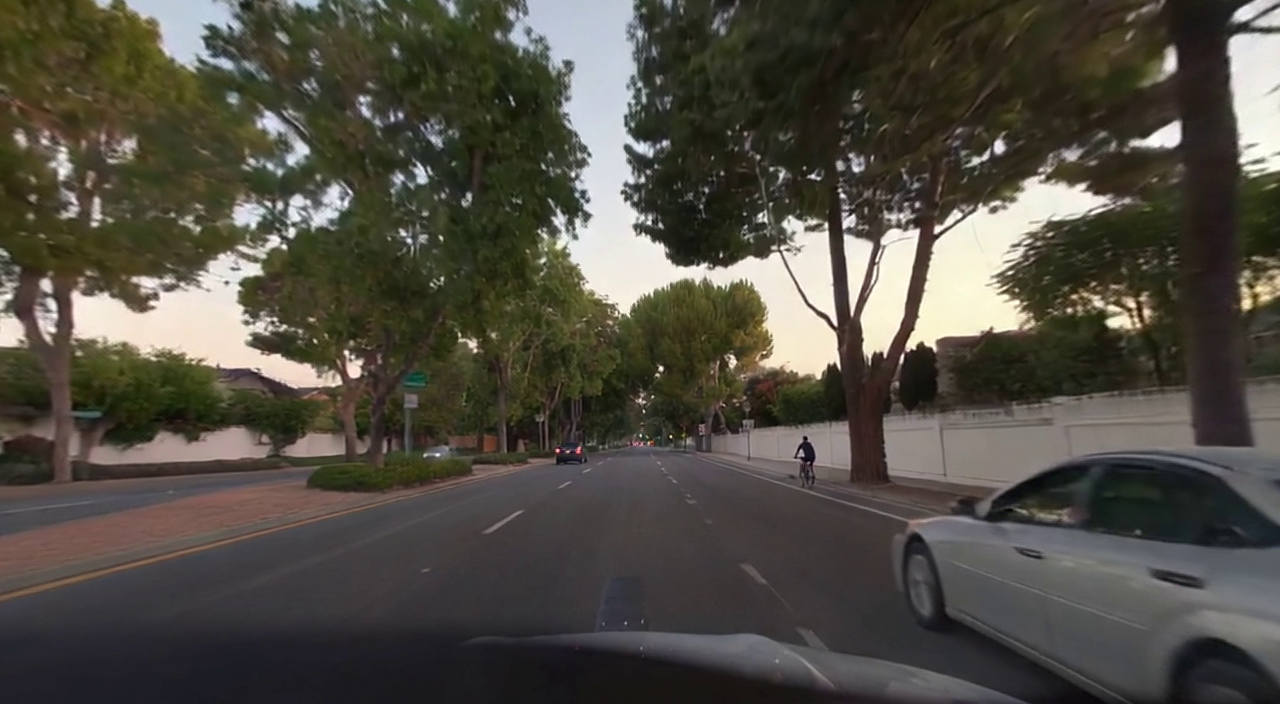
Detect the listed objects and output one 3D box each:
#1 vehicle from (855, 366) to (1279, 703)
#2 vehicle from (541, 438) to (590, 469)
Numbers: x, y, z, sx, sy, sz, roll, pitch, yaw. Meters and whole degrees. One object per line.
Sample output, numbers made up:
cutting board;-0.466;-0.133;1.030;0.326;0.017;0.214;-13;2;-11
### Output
vehicle;2.815;0.964;2.898;1.992;1.511;4.464;0;-8;-1
vehicle;-3.851;5.312;33.207;2.011;1.480;4.517;0;-8;0
